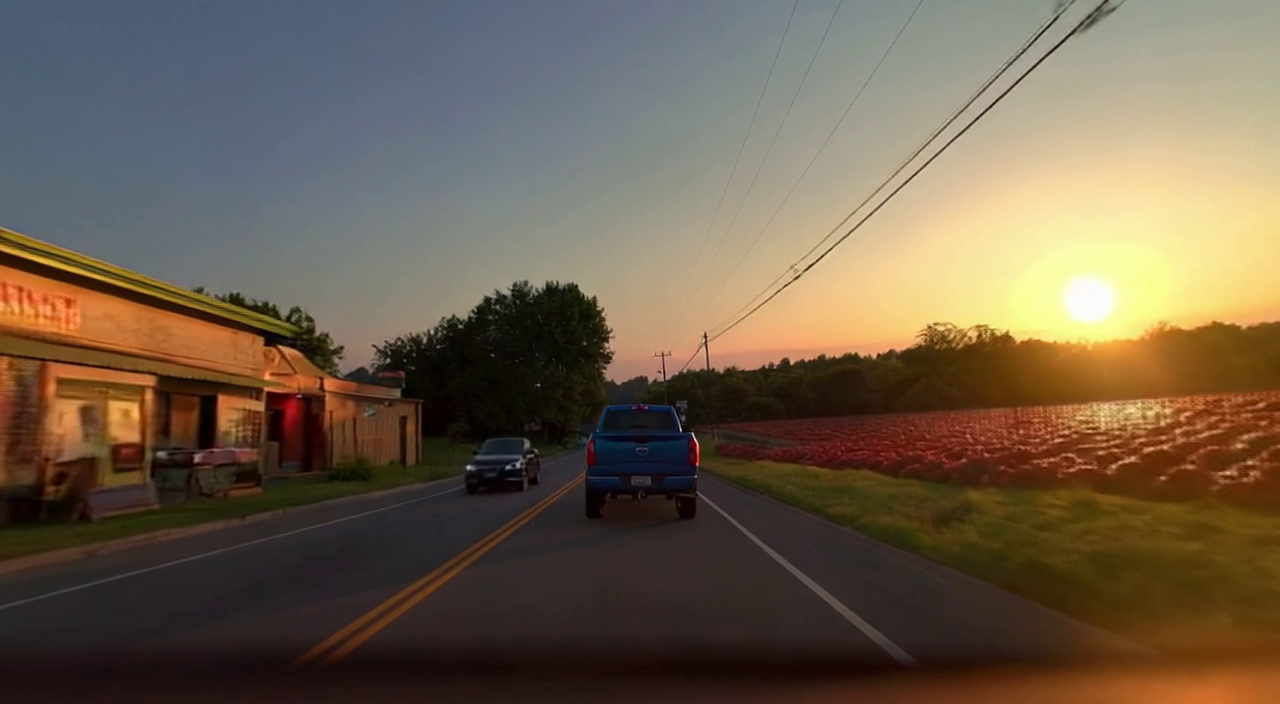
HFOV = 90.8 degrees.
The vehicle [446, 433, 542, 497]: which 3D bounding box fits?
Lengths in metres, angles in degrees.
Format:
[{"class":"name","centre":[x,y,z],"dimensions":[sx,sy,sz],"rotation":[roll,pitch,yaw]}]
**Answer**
[{"class":"vehicle","centre":[-4.478,3.515,20.081],"dimensions":[2.081,1.681,4.325],"rotation":[-3,-8,-1]}]

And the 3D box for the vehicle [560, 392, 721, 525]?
[{"class":"vehicle","centre":[-0.083,2.215,13.635],"dimensions":[2.693,2.223,5.885],"rotation":[0,-8,-2]}]
